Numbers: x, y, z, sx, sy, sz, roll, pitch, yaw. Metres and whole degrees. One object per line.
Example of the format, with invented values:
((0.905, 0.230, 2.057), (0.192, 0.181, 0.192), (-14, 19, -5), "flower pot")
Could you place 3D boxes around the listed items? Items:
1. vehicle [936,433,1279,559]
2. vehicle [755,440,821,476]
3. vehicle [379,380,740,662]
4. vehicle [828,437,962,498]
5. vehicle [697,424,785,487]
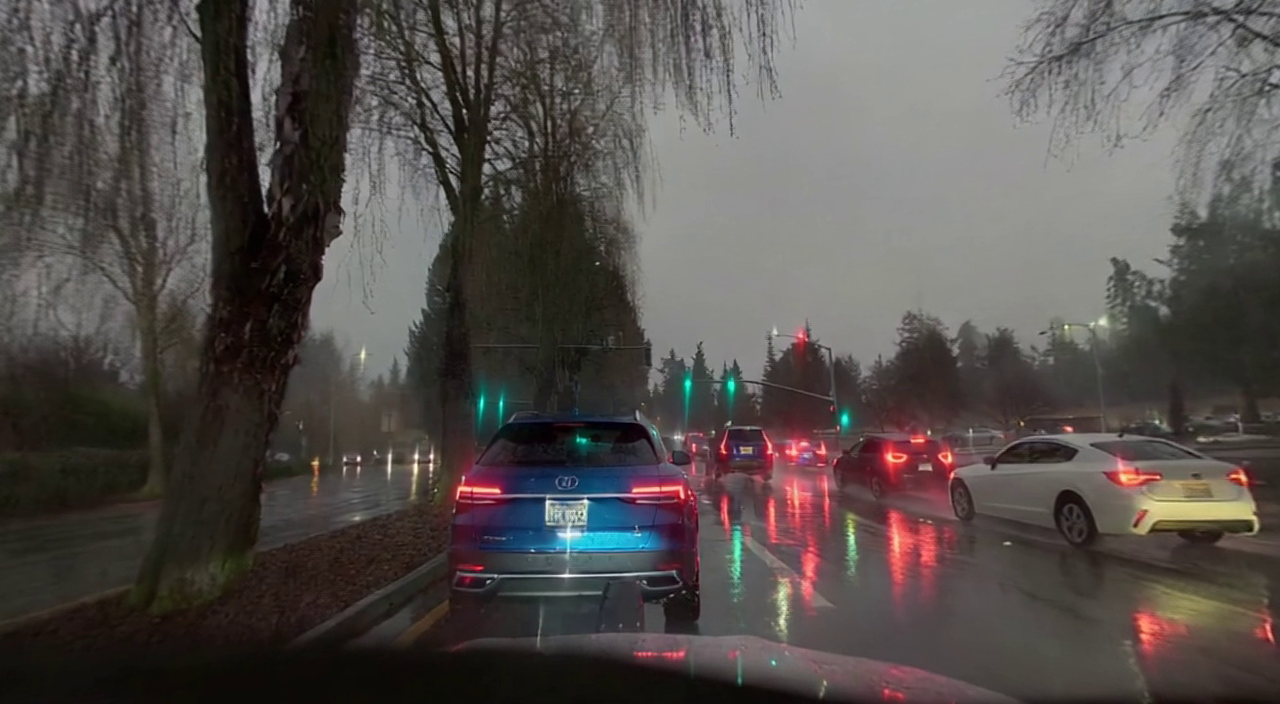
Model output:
((6.576, 2.014, 9.668), (1.894, 1.445, 4.565), (0, -9, 0), "vehicle")
((6.636, 4.771, 28.806), (1.917, 1.489, 4.625), (0, -9, 0), "vehicle")
((-0.441, 1.344, 6.077), (2.201, 1.709, 4.271), (0, -9, 2), "vehicle")
((6.956, 3.190, 17.823), (1.890, 1.489, 4.415), (0, -9, -1), "vehicle")
((3.357, 3.579, 22.070), (2.200, 1.909, 4.853), (0, -9, -1), "vehicle")
